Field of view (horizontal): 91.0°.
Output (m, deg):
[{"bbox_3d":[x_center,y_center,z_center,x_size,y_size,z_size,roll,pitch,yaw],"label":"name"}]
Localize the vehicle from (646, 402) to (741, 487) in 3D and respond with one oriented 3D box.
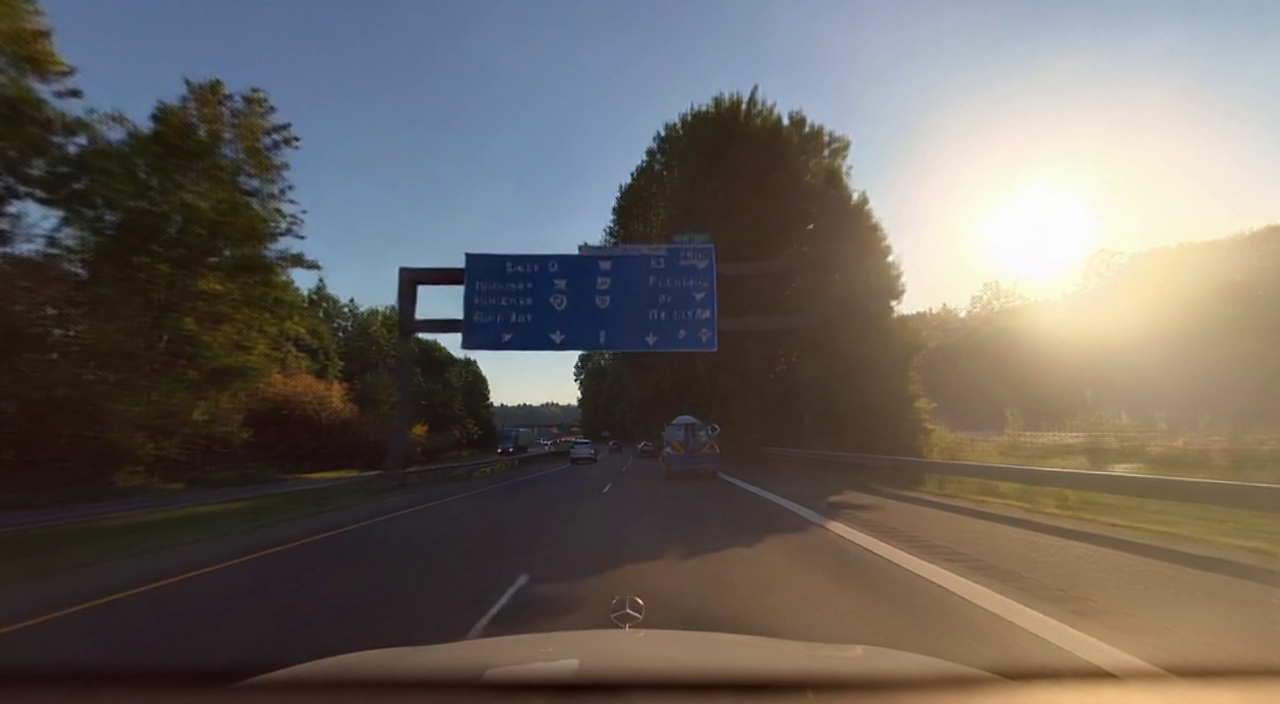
[{"bbox_3d":[1.567,3.114,21.280,2.677,2.439,6.402,0,-8,0],"label":"vehicle"}]
